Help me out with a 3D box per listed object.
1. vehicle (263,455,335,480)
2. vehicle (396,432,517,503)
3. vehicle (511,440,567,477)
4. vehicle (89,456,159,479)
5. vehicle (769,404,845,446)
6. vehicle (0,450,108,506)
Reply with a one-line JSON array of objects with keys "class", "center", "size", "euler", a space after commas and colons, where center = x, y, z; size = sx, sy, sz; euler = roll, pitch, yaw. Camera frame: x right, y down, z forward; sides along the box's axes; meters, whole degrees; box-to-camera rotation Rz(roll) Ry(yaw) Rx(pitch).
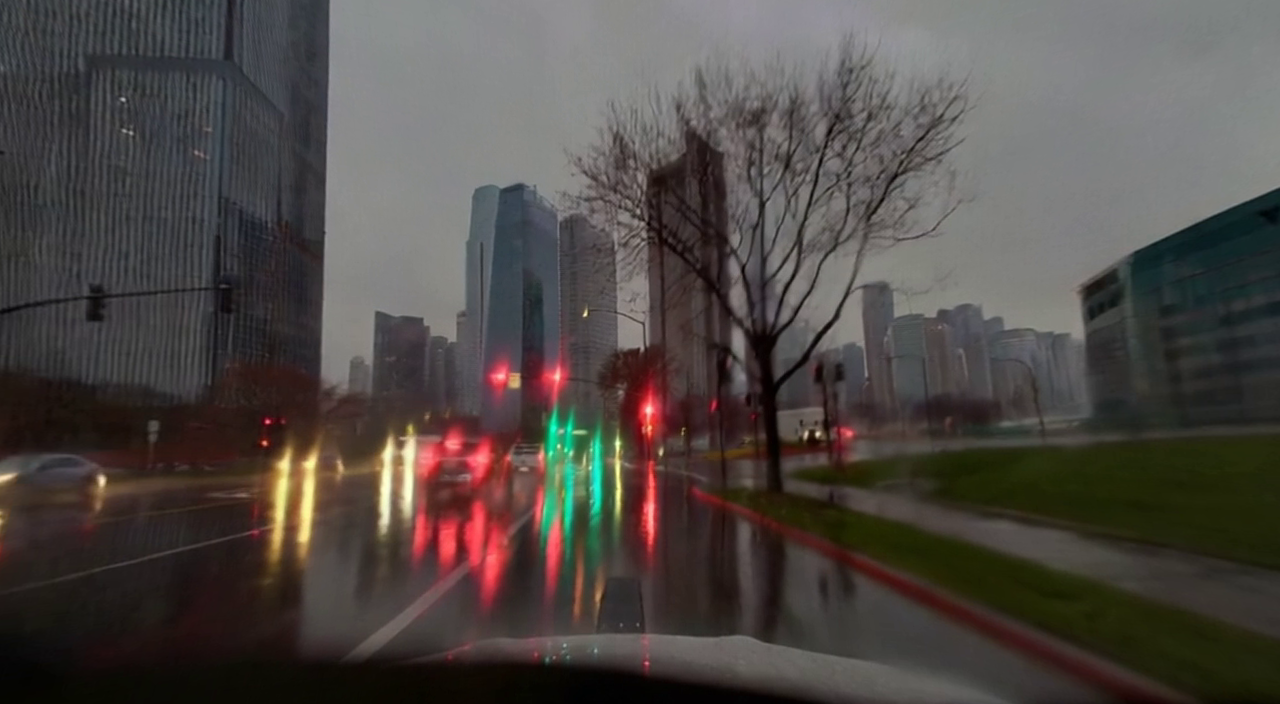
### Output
[{"class": "vehicle", "center": [-23.876, 8.070, 44.312], "size": [2.103, 1.590, 4.613], "euler": [-1, -9, 6]}, {"class": "vehicle", "center": [-5.039, 3.254, 18.063], "size": [2.169, 1.741, 4.588], "euler": [1, -9, -2]}, {"class": "vehicle", "center": [-5.529, 5.941, 35.316], "size": [2.384, 1.849, 5.009], "euler": [0, -9, -1]}, {"class": "vehicle", "center": [-40.899, 9.153, 49.943], "size": [4.004, 1.503, 1.782], "euler": [-2, -8, -2]}, {"class": "vehicle", "center": [12.906, 5.779, 49.030], "size": [4.005, 2.827, 4.538], "euler": [4, -11, -14]}, {"class": "vehicle", "center": [-21.091, 4.218, 21.453], "size": [2.145, 1.698, 4.499], "euler": [1, -9, -3]}]
